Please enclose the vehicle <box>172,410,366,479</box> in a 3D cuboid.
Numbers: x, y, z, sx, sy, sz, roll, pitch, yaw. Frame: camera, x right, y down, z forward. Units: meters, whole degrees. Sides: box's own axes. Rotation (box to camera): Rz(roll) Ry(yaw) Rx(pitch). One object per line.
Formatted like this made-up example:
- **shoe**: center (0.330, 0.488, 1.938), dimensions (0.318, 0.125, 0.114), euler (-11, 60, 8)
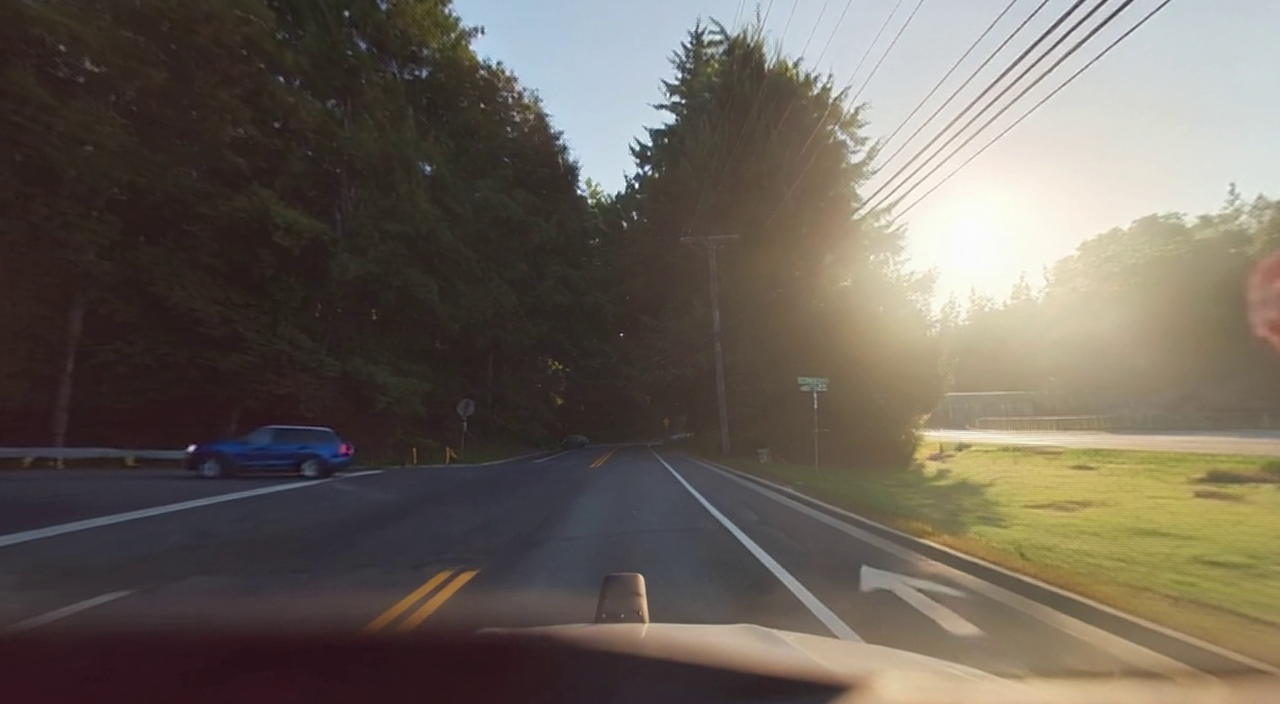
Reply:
- **vehicle**: center (-11.860, 3.006, 20.488), dimensions (5.020, 1.973, 2.348), euler (5, -10, -32)
